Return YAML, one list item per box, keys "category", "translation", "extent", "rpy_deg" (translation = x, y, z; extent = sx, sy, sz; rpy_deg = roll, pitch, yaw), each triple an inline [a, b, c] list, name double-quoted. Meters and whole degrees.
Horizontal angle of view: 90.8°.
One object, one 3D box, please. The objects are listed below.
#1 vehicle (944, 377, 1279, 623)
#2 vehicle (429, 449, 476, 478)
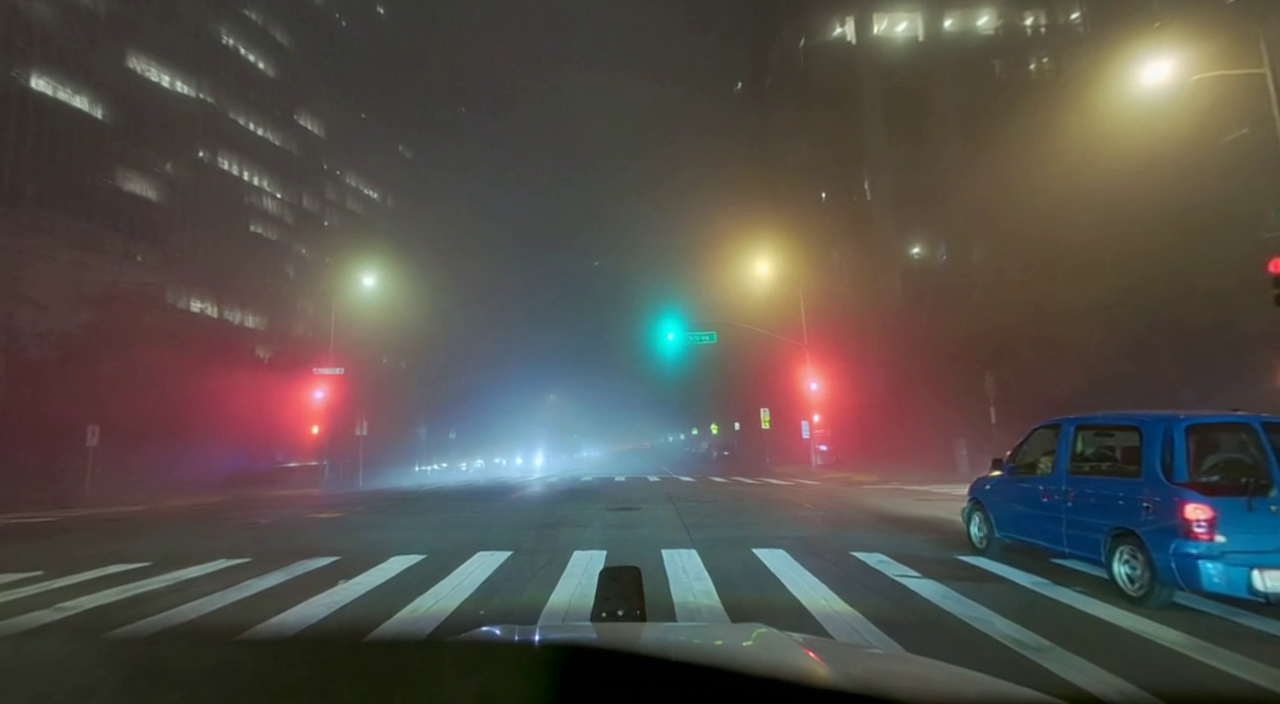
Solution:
- category: "vehicle"
  translation: [5.620, 1.437, 7.129]
  extent: [2.070, 1.804, 4.881]
  rpy_deg: [-1, -8, 2]
- category: "vehicle"
  translation: [-12.396, 7.359, 42.011]
  extent: [1.935, 1.639, 4.244]
  rpy_deg: [-3, -8, -2]
